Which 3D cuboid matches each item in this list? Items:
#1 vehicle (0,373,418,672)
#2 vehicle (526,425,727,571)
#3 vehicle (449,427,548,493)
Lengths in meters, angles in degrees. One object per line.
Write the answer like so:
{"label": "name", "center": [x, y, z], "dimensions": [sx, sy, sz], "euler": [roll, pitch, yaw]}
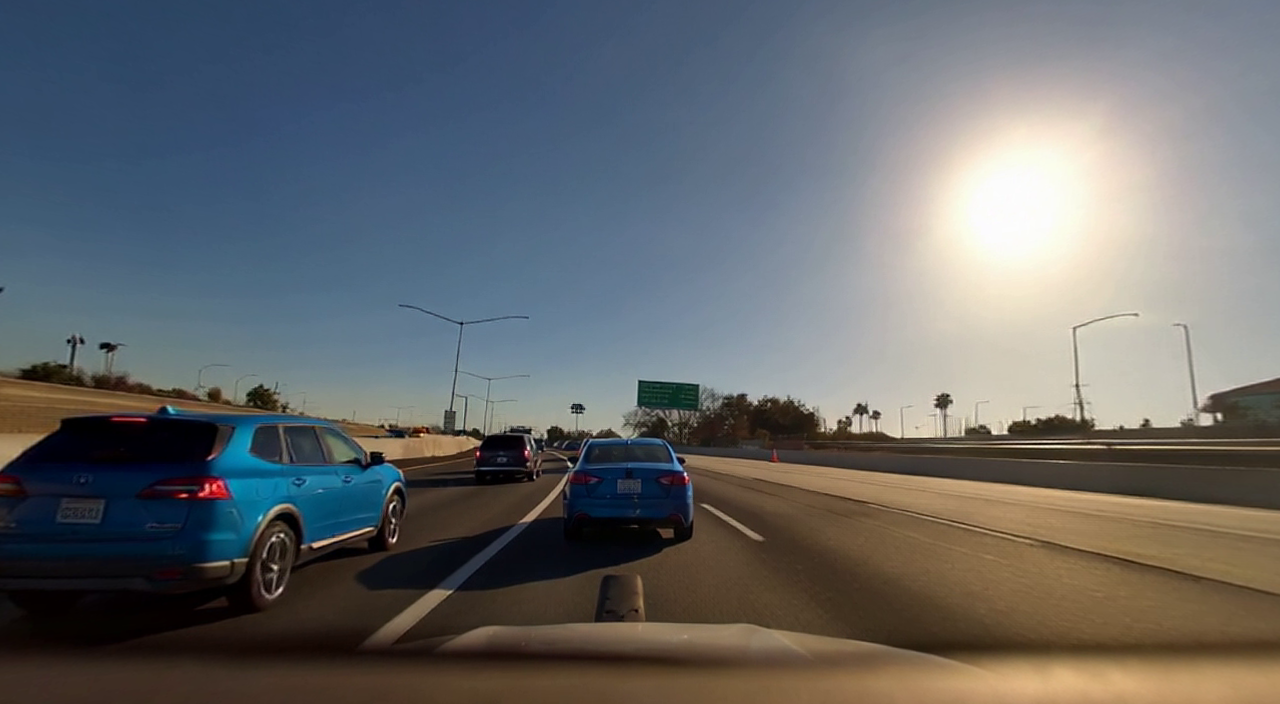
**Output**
{"label": "vehicle", "center": [-3.734, 1.275, 5.728], "dimensions": [2.025, 1.708, 4.089], "euler": [0, -9, -1]}
{"label": "vehicle", "center": [-0.202, 1.807, 8.574], "dimensions": [2.069, 1.484, 3.982], "euler": [0, -8, -2]}
{"label": "vehicle", "center": [-4.011, 3.139, 18.636], "dimensions": [1.982, 1.727, 4.057], "euler": [0, -9, 0]}
